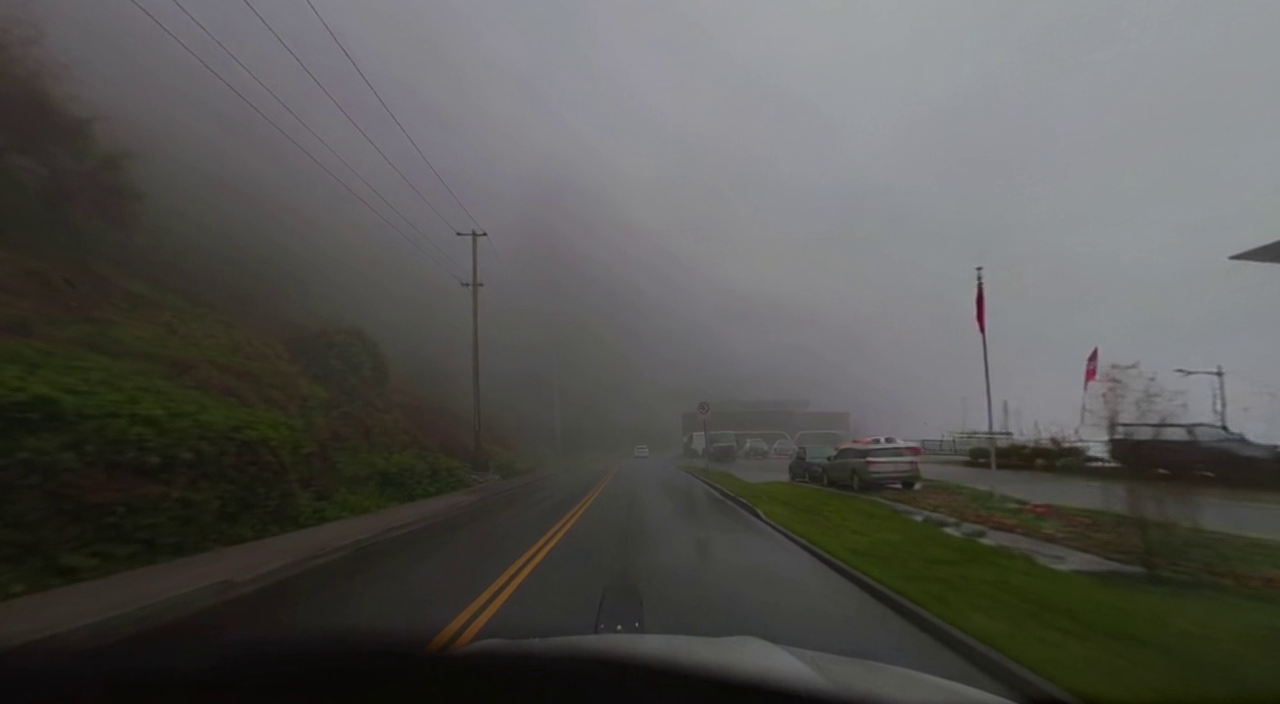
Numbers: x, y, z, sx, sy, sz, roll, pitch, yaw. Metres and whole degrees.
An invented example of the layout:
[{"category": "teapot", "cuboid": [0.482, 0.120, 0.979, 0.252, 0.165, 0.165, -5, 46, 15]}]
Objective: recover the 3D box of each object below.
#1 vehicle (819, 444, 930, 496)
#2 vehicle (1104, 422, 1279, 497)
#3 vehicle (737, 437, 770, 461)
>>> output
[{"category": "vehicle", "cuboid": [7.423, 3.772, 20.396, 1.909, 1.496, 4.079, 0, -9, -2]}, {"category": "vehicle", "cuboid": [14.887, 2.760, 16.400, 1.947, 1.657, 4.314, 1, -9, -6]}, {"category": "vehicle", "cuboid": [8.923, 7.652, 49.576, 1.924, 1.713, 4.627, -1, -9, 3]}]
